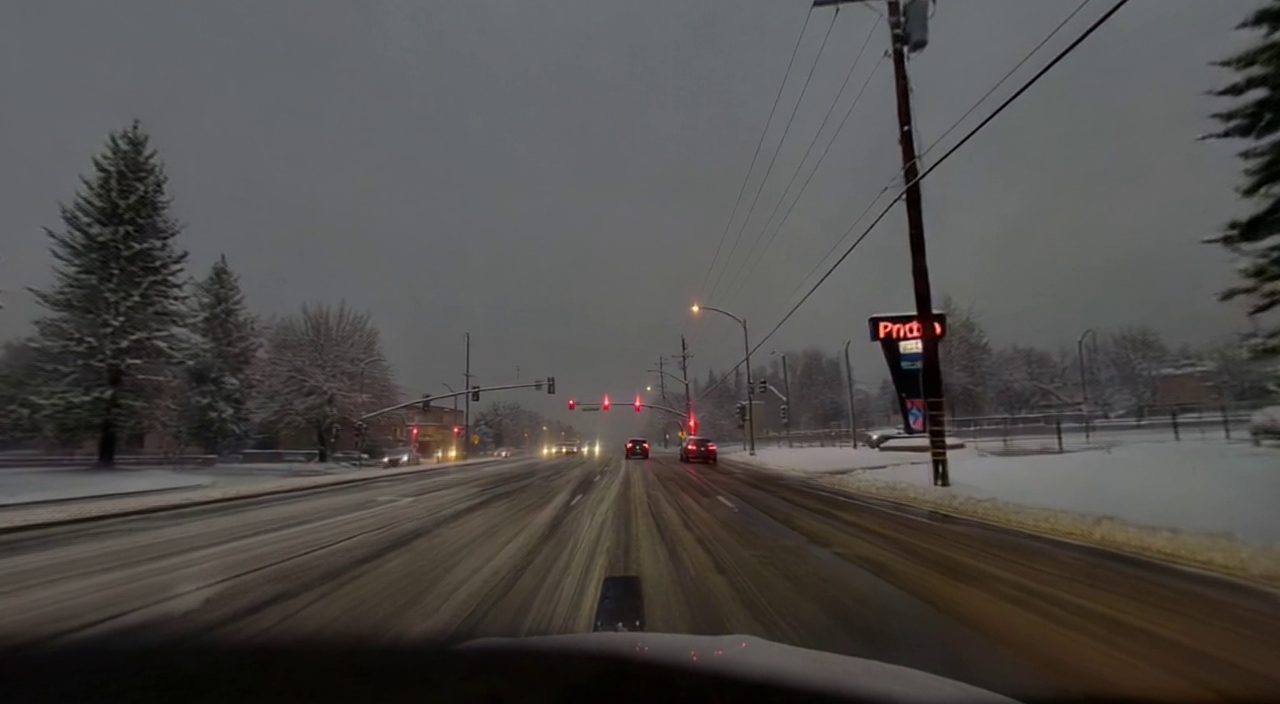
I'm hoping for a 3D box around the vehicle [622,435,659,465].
[{"bbox_3d":[-0.038,5.998,38.810,2.146,1.685,4.003,0,-8,-2],"label":"vehicle"}]

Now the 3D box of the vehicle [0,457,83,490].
[{"bbox_3d":[-34.343,6.769,35.209,4.528,1.675,2.083,5,-10,-31],"label":"vehicle"}]

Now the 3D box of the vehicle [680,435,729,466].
[{"bbox_3d":[3.645,5.689,36.688,2.198,1.660,4.512,0,-8,-2],"label":"vehicle"}]

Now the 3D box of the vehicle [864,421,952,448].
[{"bbox_3d":[15.745,4.913,37.295,4.344,1.512,1.936,-1,-8,5],"label":"vehicle"}]

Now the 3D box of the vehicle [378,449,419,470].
[{"bbox_3d":[-18.726,8.331,49.237,1.832,1.515,4.369,1,-8,-5],"label":"vehicle"}]
